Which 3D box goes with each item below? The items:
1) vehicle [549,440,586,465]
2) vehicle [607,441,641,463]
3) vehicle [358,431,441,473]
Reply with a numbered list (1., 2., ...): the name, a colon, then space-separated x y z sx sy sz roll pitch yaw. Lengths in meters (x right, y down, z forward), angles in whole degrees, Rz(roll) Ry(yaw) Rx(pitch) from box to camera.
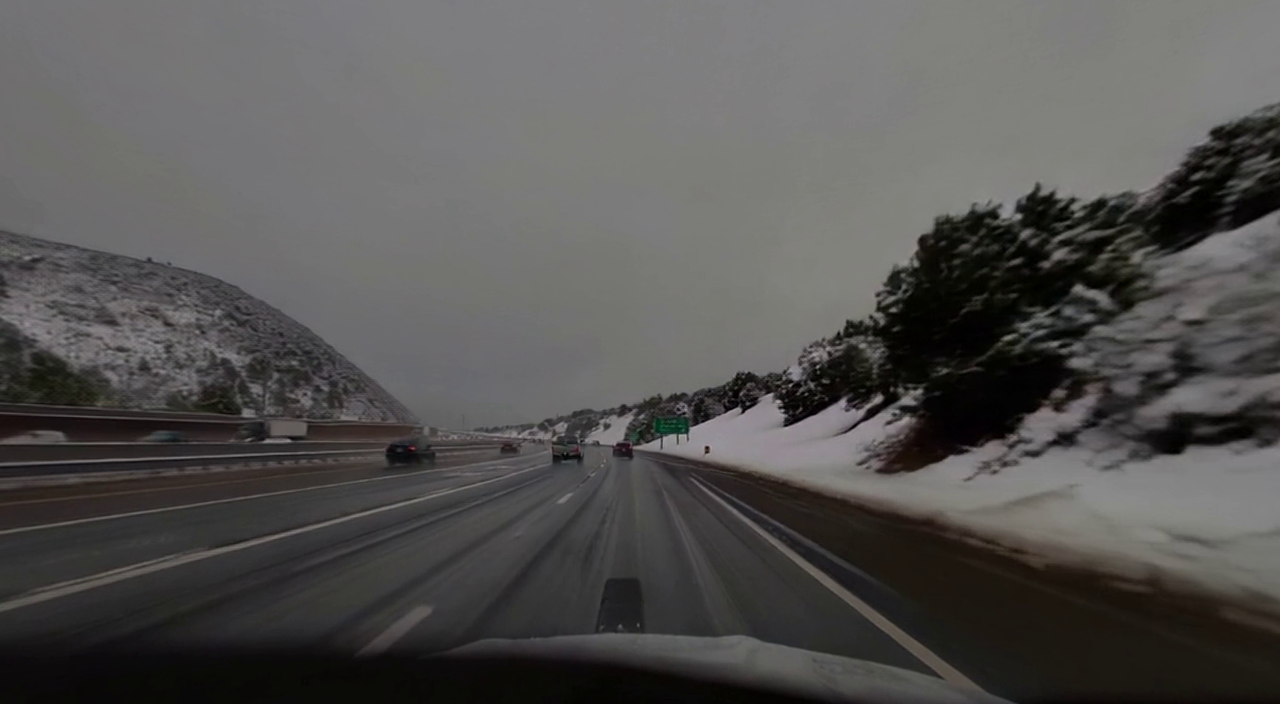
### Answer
1. vehicle: -4.949 6.909 43.557 2.060 1.631 4.214 0 -8 -1
2. vehicle: -1.196 7.389 46.691 2.421 1.594 4.248 0 -8 -2
3. vehicle: -11.970 5.013 31.731 2.219 1.923 4.985 0 -8 -1
